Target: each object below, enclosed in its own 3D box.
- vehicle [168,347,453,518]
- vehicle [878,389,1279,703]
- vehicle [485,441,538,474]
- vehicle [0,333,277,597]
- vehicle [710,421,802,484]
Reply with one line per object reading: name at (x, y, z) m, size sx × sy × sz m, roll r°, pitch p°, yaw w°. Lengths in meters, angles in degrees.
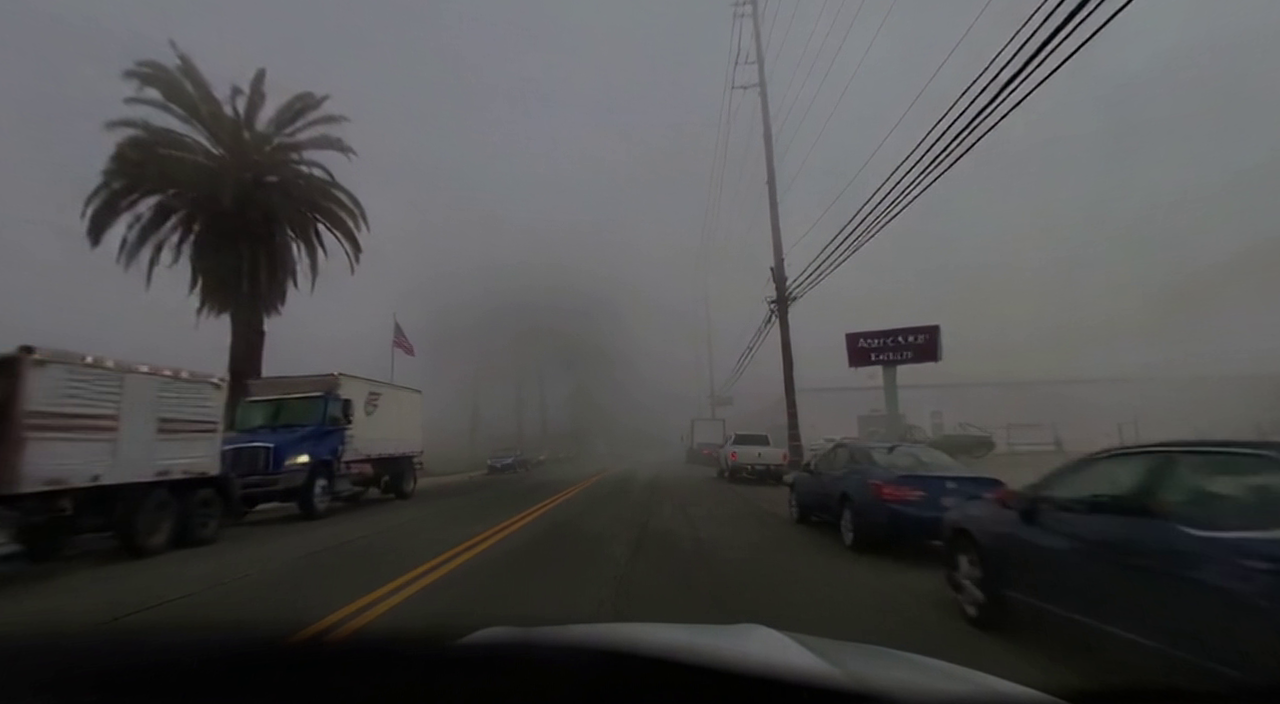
vehicle at (-7.798, 2.180, 16.676) m, size 2.941 × 3.418 × 7.738 m, roll -1°, pitch -8°, yaw 3°
vehicle at (3.539, 1.137, 3.887) m, size 2.246 × 1.533 × 4.971 m, roll 0°, pitch -8°, yaw 1°
vehicle at (-7.282, 5.997, 36.100) m, size 1.936 × 1.632 × 4.145 m, roll -3°, pitch -8°, yaw 3°
vehicle at (-8.162, 1.459, 8.128) m, size 2.845 × 2.738 × 7.208 m, roll -3°, pitch -8°, yaw -1°
vehicle at (4.046, 3.675, 23.263) m, size 2.400 × 1.985 × 6.155 m, roll -1°, pitch -8°, yaw 2°
